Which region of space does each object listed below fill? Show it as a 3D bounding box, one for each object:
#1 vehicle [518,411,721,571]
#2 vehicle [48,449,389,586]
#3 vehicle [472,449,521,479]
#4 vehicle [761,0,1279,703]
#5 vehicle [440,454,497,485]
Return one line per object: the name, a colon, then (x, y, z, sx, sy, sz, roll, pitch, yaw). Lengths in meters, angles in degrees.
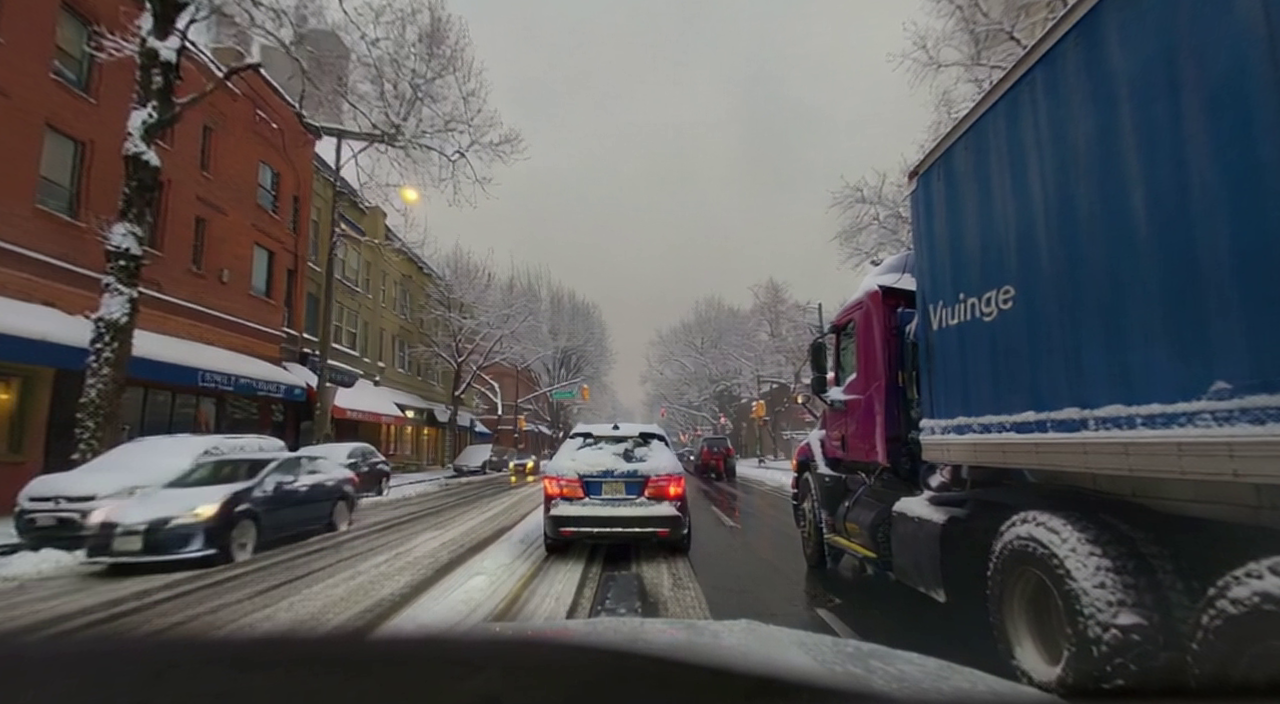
vehicle: (-0.226, 1.915, 9.476, 2.283, 1.783, 4.548, 0, -9, 0)
vehicle: (-5.574, 2.185, 9.277, 1.997, 1.467, 4.373, 0, -9, 0)
vehicle: (-8.703, 6.843, 38.737, 2.084, 1.686, 4.422, 0, -9, -1)
vehicle: (2.909, -0.017, 2.346, 2.913, 3.771, 9.716, 0, -9, 0)
vehicle: (-8.732, 5.994, 32.553, 1.805, 1.379, 4.359, 0, -9, -1)
